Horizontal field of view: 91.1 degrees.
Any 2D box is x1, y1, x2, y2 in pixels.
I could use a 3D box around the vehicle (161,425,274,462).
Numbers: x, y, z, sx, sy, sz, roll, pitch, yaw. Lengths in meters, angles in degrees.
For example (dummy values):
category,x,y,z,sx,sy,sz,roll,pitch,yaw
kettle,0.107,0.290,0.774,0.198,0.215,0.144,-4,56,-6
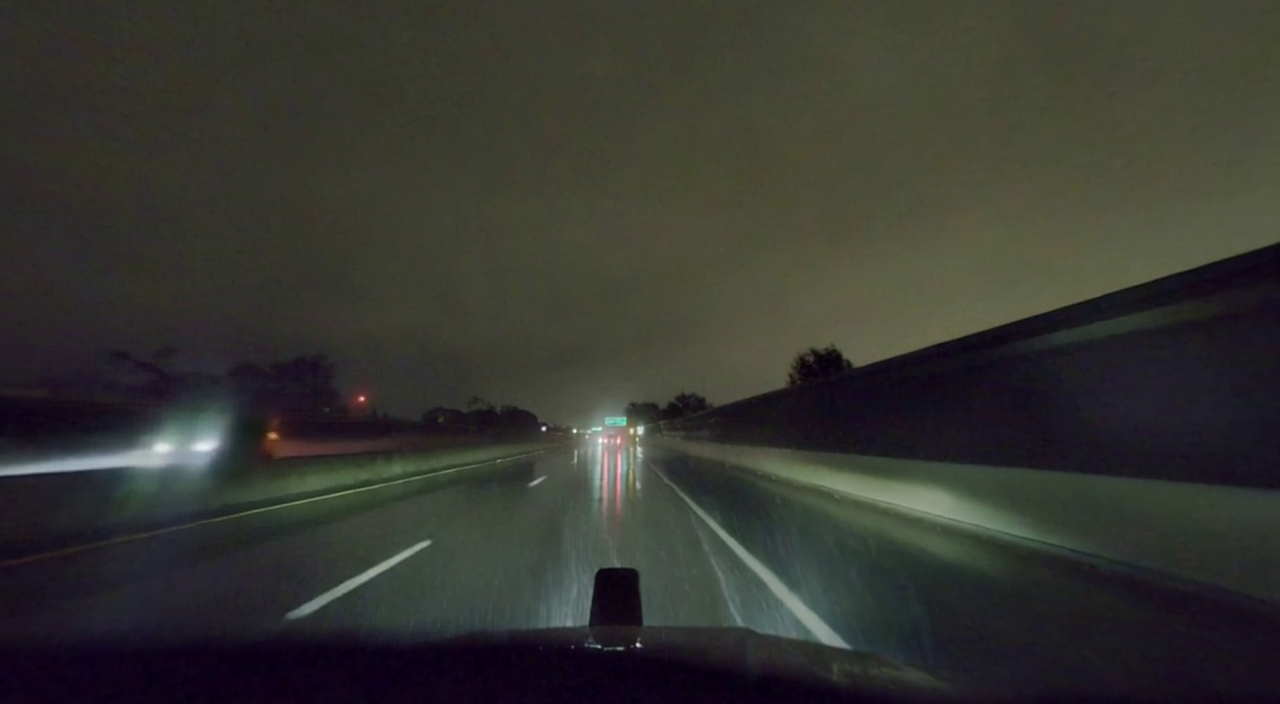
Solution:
category,x,y,z,sx,sy,sz,roll,pitch,yaw
vehicle,-19.228,4.180,28.903,1.937,1.509,4.603,0,-8,1
